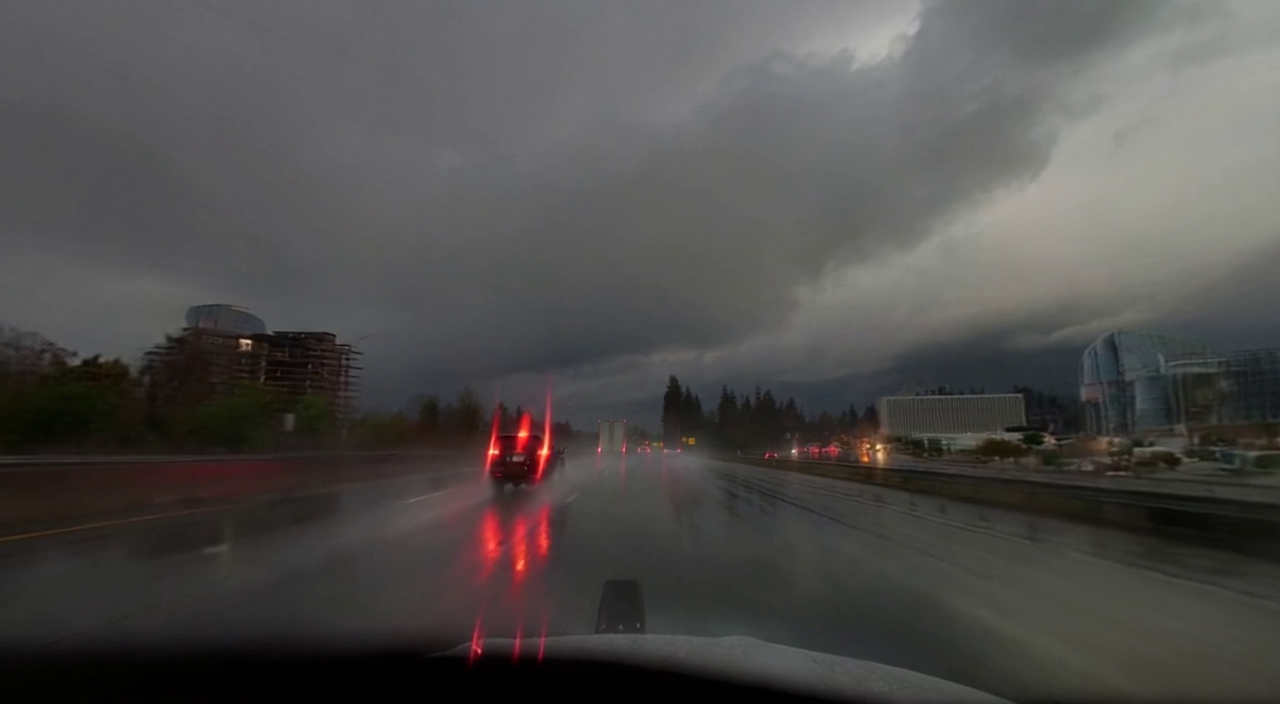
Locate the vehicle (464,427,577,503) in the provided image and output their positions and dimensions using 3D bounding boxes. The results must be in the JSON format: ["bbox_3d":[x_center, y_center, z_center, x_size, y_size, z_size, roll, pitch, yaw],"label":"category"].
[{"bbox_3d":[-3.033,2.979,17.016,2.111,1.742,4.315,0,-9,1],"label":"vehicle"}]
